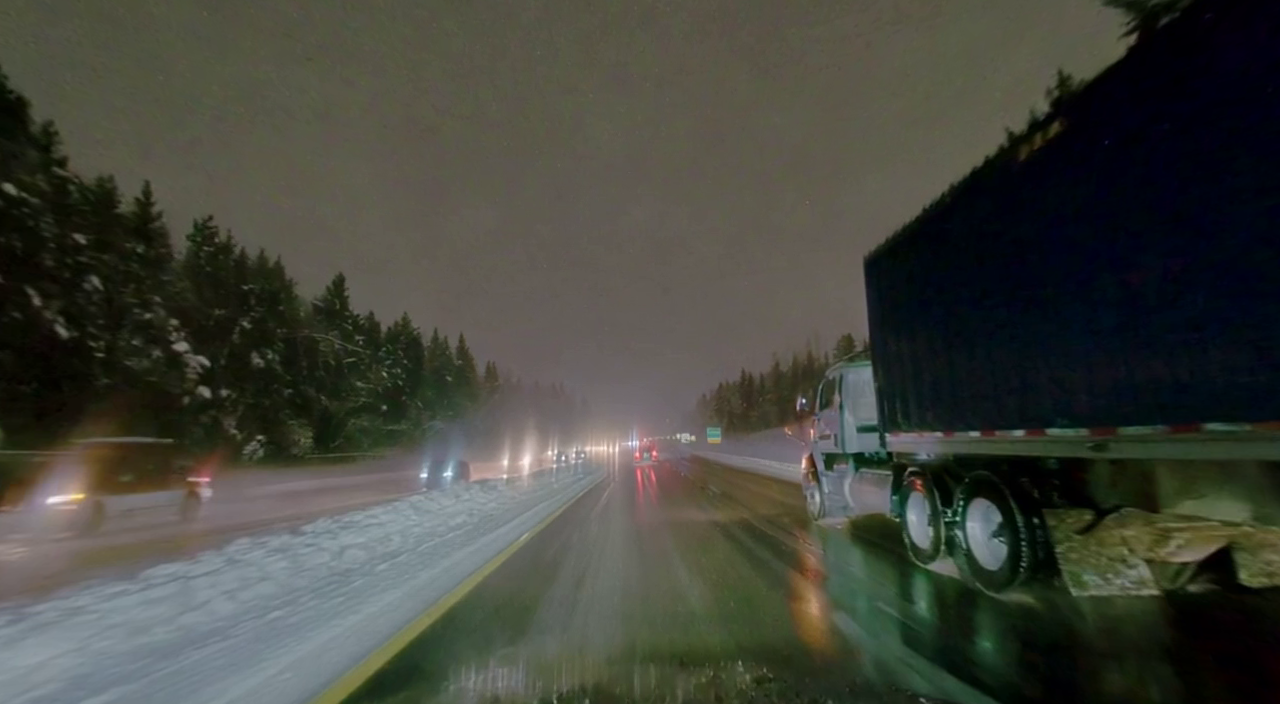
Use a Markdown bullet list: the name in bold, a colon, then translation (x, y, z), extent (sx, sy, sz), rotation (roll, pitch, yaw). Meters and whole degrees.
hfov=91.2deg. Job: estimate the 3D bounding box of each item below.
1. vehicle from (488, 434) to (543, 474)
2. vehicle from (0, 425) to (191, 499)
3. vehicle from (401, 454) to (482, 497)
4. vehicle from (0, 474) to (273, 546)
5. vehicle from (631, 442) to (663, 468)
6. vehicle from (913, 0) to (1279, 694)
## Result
- **vehicle**: translation (-8.923, 7.425, 45.758), extent (2.380, 2.679, 7.252), rotation (-1, -9, 1)
- **vehicle**: translation (-13.093, 2.581, 14.467), extent (1.880, 1.405, 4.741), rotation (-3, -10, 2)
- **vehicle**: translation (-7.756, 4.829, 24.867), extent (1.876, 1.494, 3.756), rotation (-1, -9, 2)
- **vehicle**: translation (-13.199, 3.698, 15.555), extent (2.836, 1.034, 8.894), rotation (0, -9, 1)
- **vehicle**: translation (0.498, 7.056, 43.078), extent (2.098, 1.692, 4.038), rotation (0, -9, 0)
- **vehicle**: translation (4.742, -0.679, 0.233), extent (2.833, 3.888, 14.000), rotation (0, -9, -1)
